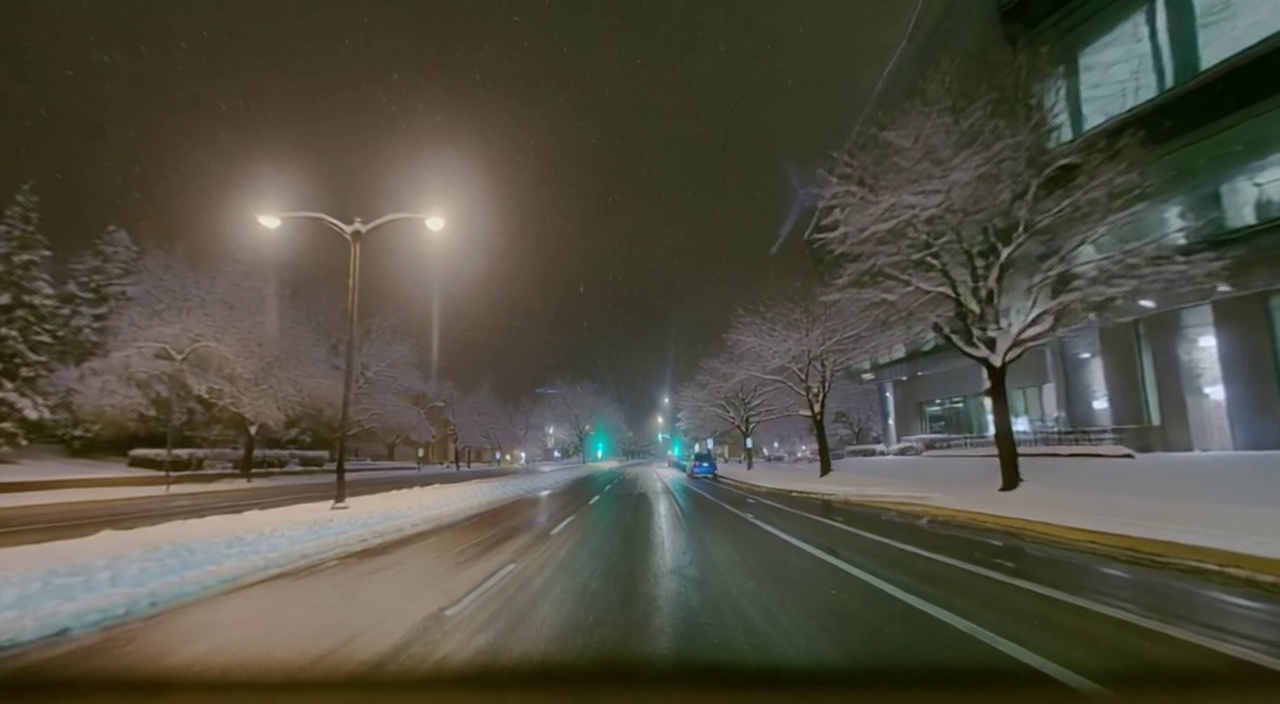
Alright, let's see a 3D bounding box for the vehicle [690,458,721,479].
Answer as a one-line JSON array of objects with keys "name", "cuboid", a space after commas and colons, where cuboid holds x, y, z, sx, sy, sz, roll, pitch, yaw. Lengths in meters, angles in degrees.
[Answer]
[{"name": "vehicle", "cuboid": [5.012, 9.001, 48.907, 1.909, 1.503, 4.368, 0, -8, 0]}]
